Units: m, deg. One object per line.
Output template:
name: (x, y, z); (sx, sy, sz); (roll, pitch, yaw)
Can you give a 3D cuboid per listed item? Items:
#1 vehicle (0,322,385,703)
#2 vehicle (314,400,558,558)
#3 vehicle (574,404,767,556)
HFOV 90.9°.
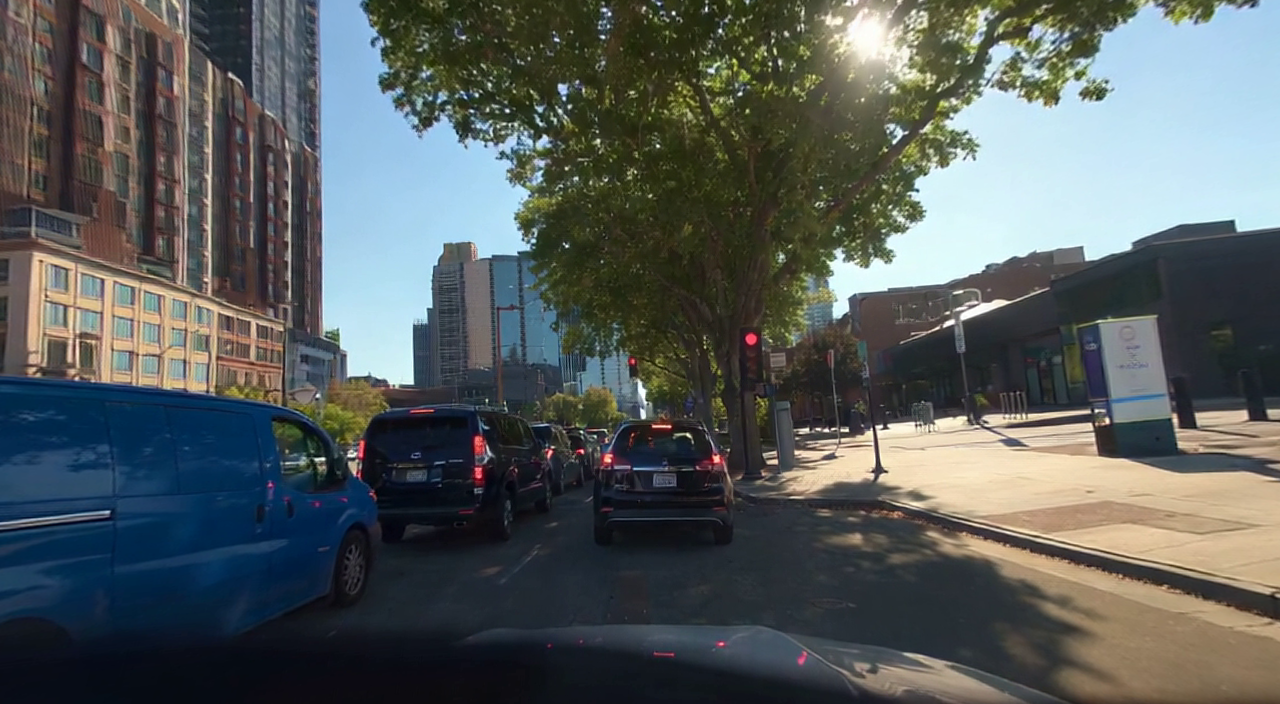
vehicle: (-3.178, 0.955, 3.446); (1.940, 1.722, 3.823); (0, -8, 0)
vehicle: (-2.649, 1.792, 9.606); (2.124, 1.799, 4.587); (0, -8, 1)
vehicle: (0.360, 1.752, 9.249); (2.205, 1.727, 3.917); (0, -8, 0)
